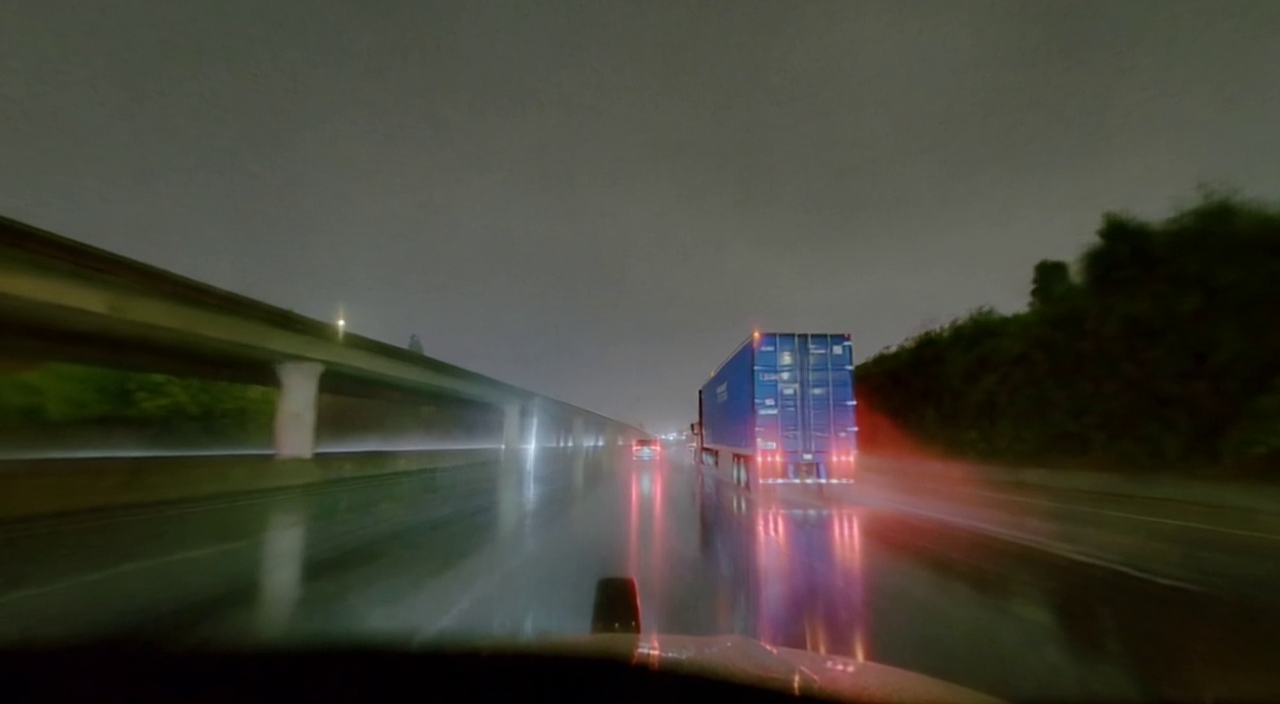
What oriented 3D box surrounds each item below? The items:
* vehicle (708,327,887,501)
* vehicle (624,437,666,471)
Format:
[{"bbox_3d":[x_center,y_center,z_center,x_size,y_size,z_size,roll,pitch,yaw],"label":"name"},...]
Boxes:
[{"bbox_3d":[4.196,2.154,19.796,2.964,4.063,10.072,0,-9,0],"label":"vehicle"},{"bbox_3d":[0.310,5.407,33.642,2.077,1.716,4.514,0,-9,1],"label":"vehicle"}]
